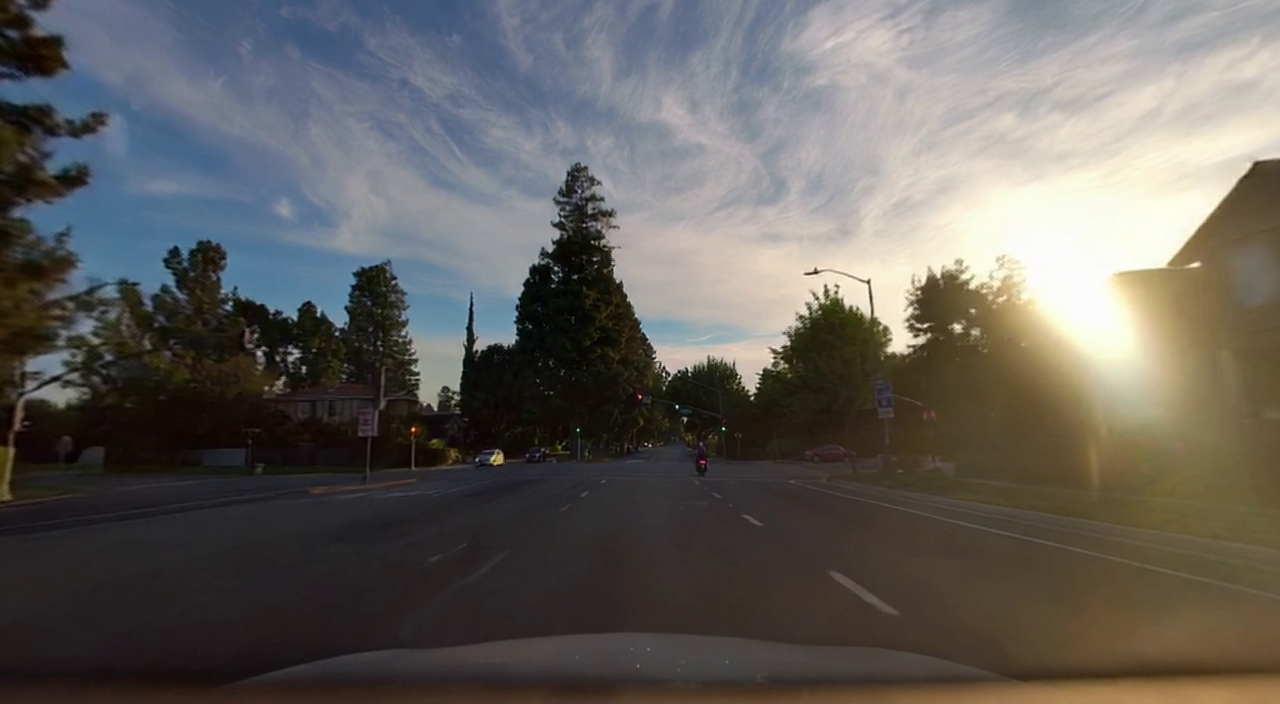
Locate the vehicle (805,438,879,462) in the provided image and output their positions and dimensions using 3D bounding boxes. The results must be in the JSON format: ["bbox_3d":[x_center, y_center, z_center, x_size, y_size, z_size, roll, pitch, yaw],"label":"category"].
[{"bbox_3d":[15.477,7.569,48.554,4.947,1.771,2.222,0,-8,0],"label":"vehicle"}]
